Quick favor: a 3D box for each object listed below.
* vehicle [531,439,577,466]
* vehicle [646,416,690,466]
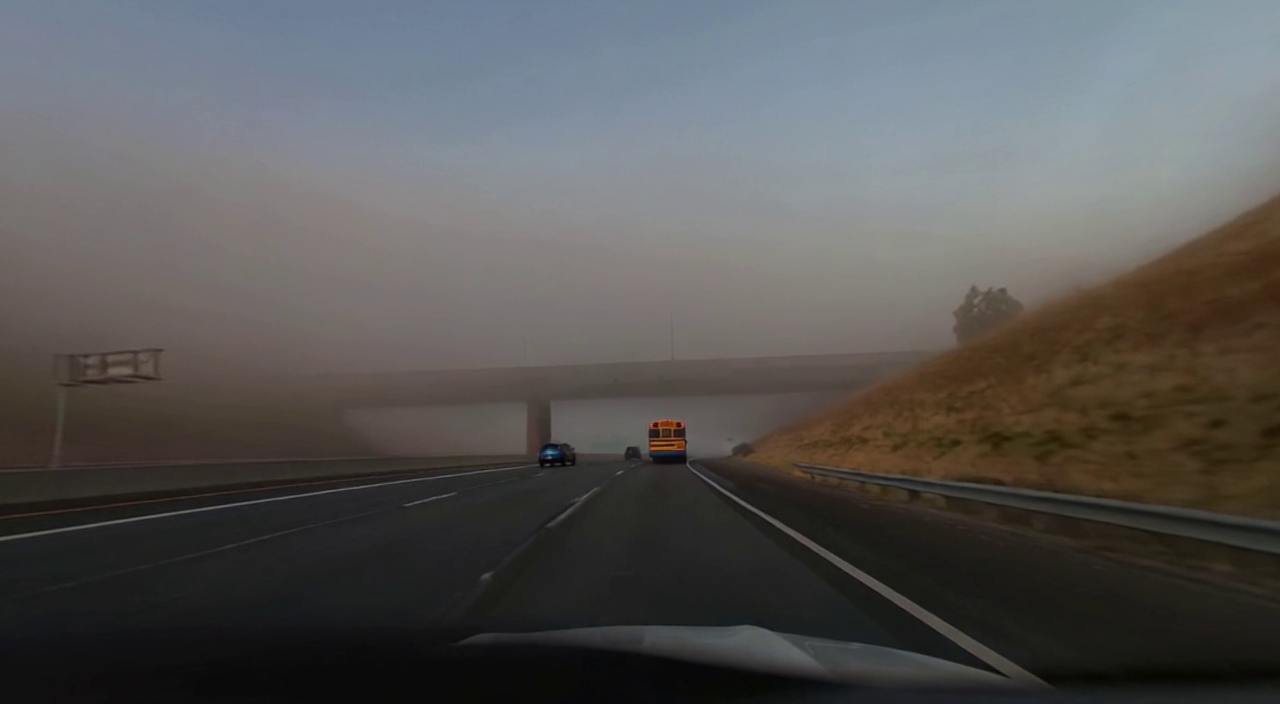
[{"bbox_3d":[-5.755,6.819,43.000,2.172,1.689,4.625,-1,-8,4],"label":"vehicle"},{"bbox_3d":[2.268,6.723,47.582,2.945,3.295,10.406,-1,-8,4],"label":"vehicle"}]
